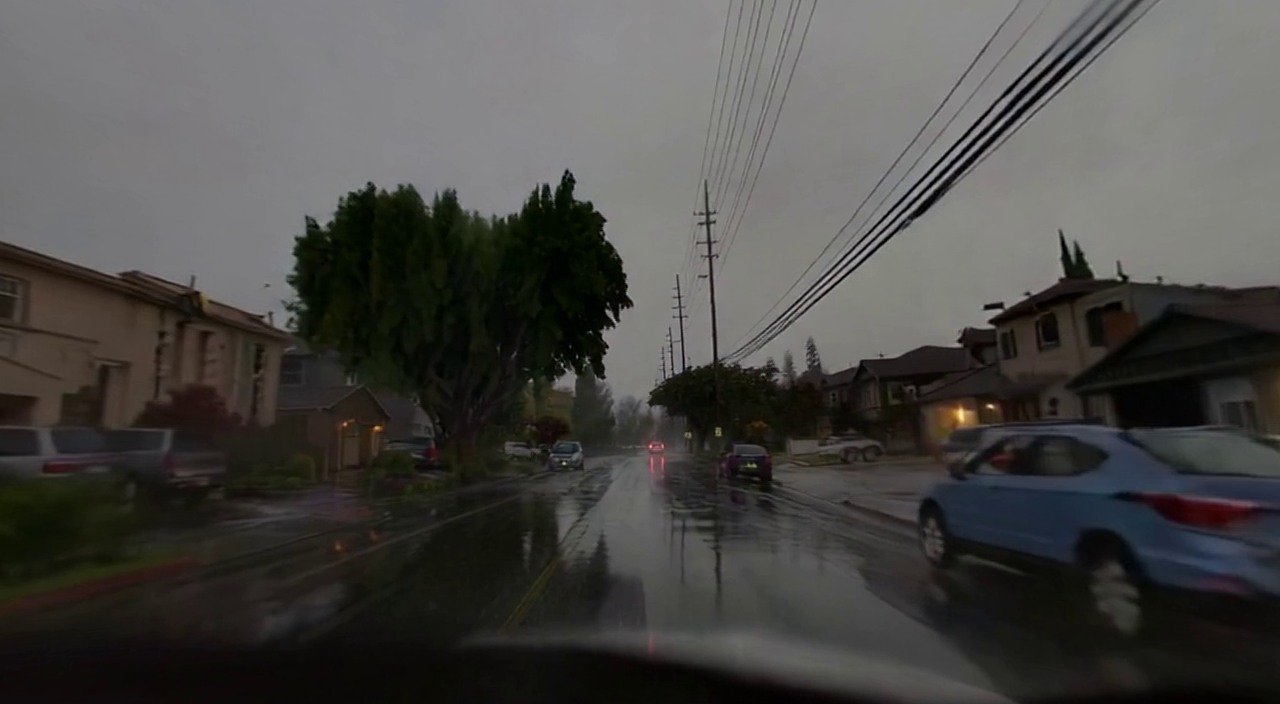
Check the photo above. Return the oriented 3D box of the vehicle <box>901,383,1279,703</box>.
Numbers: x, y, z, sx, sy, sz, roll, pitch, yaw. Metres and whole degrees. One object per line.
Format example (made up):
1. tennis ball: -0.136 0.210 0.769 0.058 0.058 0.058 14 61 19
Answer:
1. vehicle: 4.232 1.377 5.444 2.066 1.753 4.877 0 -9 3

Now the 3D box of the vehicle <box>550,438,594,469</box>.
1. vehicle: -4.206 6.361 40.030 2.164 1.810 5.044 1 -8 1

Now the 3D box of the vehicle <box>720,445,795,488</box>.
1. vehicle: 4.418 4.367 24.487 2.031 1.471 4.328 0 -9 0

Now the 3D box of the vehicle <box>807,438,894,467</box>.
1. vehicle: 12.696 6.083 38.288 4.583 1.709 1.977 -1 -9 5

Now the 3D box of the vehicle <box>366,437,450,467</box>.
1. vehicle: -13.917 5.998 37.837 4.702 1.675 1.984 -4 -10 26

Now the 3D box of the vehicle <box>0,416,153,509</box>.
1. vehicle: -12.277 1.973 11.669 4.792 1.521 2.077 1 -9 0
